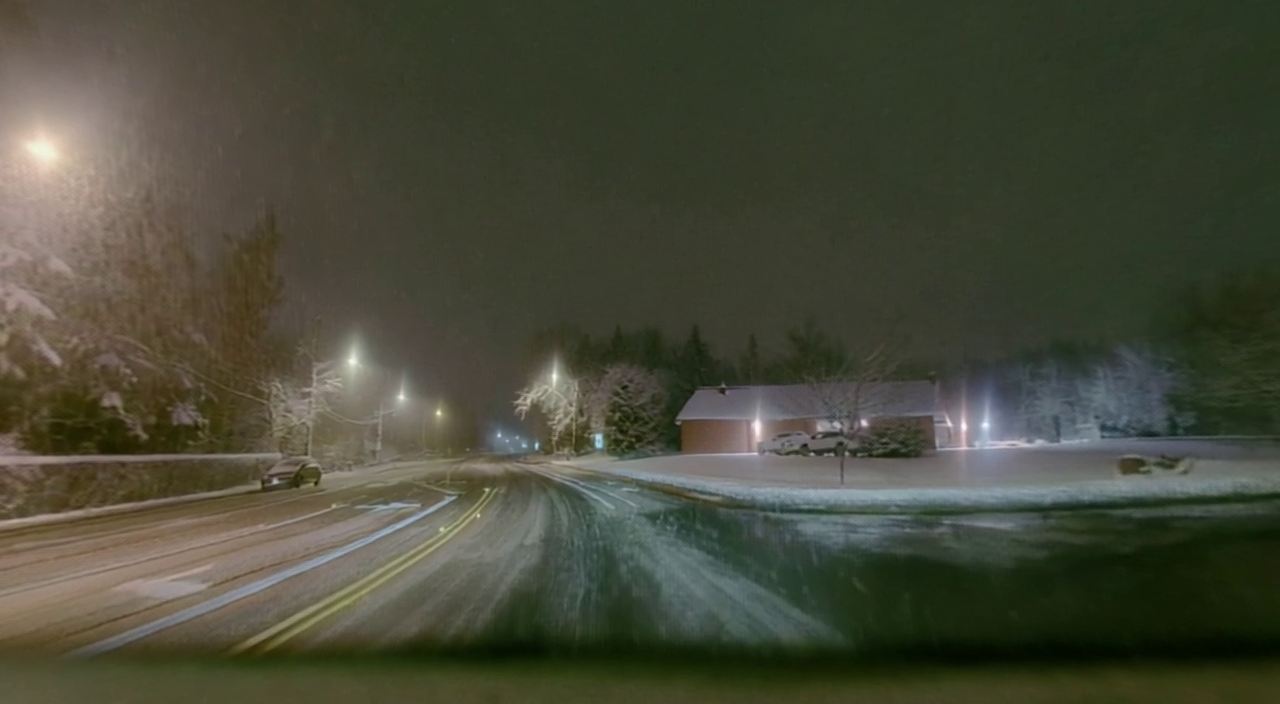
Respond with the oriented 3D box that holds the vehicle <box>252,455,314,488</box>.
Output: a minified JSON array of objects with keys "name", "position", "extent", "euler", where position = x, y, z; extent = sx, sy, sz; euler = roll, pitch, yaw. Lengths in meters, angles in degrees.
[{"name":"vehicle","position":[-19.998,6.751,35.463],"extent":[1.952,1.632,4.200],"euler":[1,-11,-14]}]
